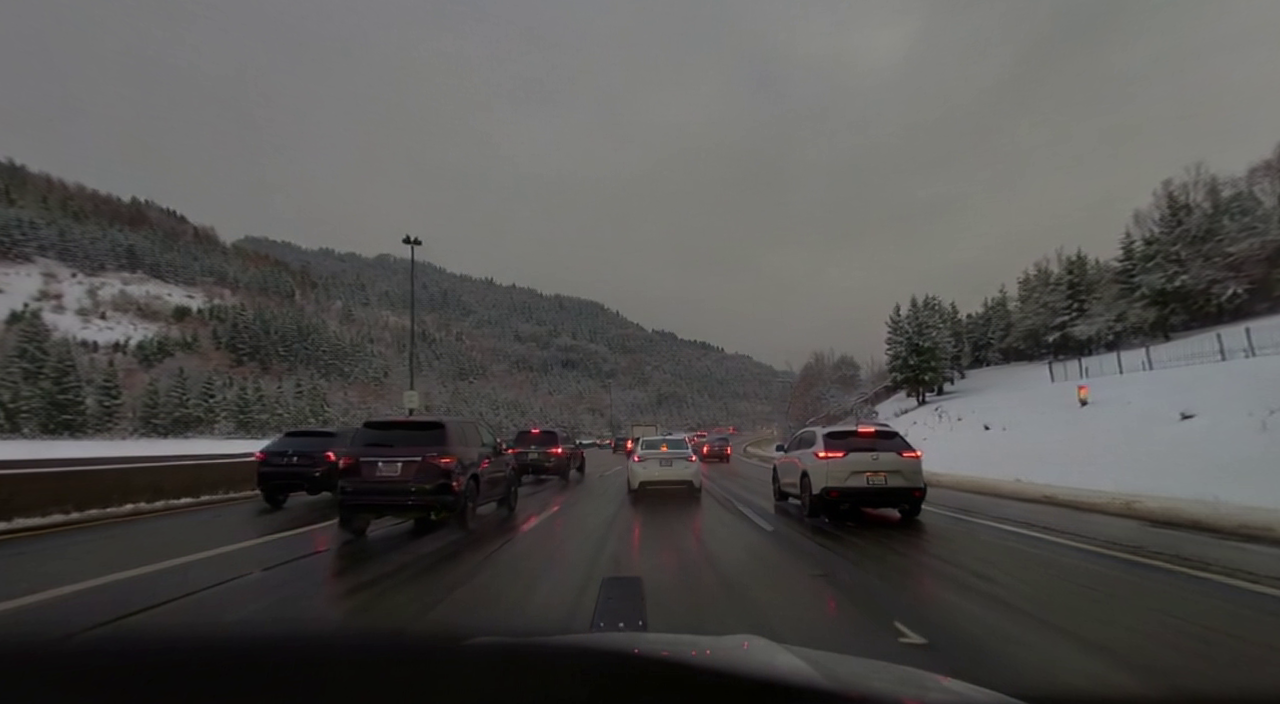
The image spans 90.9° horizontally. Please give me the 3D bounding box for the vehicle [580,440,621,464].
[{"bbox_3d":[-2.337,6.021,38.249,1.973,1.378,3.677,-1,-8,4],"label":"vehicle"}]

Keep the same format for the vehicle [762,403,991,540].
[{"bbox_3d":[3.493,1.868,10.466,2.046,1.765,4.534,0,-8,0],"label":"vehicle"}]

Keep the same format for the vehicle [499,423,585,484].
[{"bbox_3d":[-3.148,3.391,21.329,1.997,1.806,5.002,0,-8,1],"label":"vehicle"}]

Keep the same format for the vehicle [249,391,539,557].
[{"bbox_3d":[-3.293,1.797,10.056,2.301,1.902,5.374,0,-8,2],"label":"vehicle"}]

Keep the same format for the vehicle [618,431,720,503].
[{"bbox_3d":[0.638,2.703,15.269,2.105,1.471,4.349,0,-8,1],"label":"vehicle"}]
